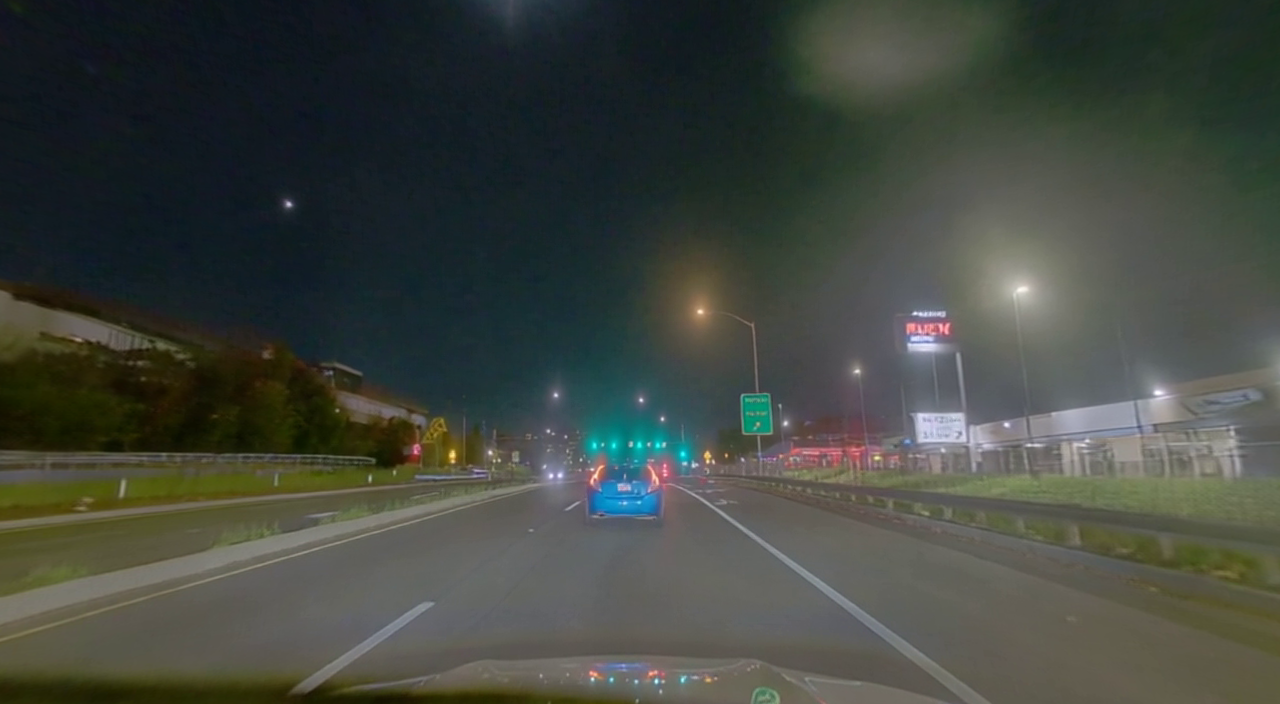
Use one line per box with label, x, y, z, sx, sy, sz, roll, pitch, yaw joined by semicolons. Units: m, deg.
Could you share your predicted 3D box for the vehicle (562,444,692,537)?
vehicle;-0.219;2.510;12.054;2.063;1.442;3.933;0;-9;0
